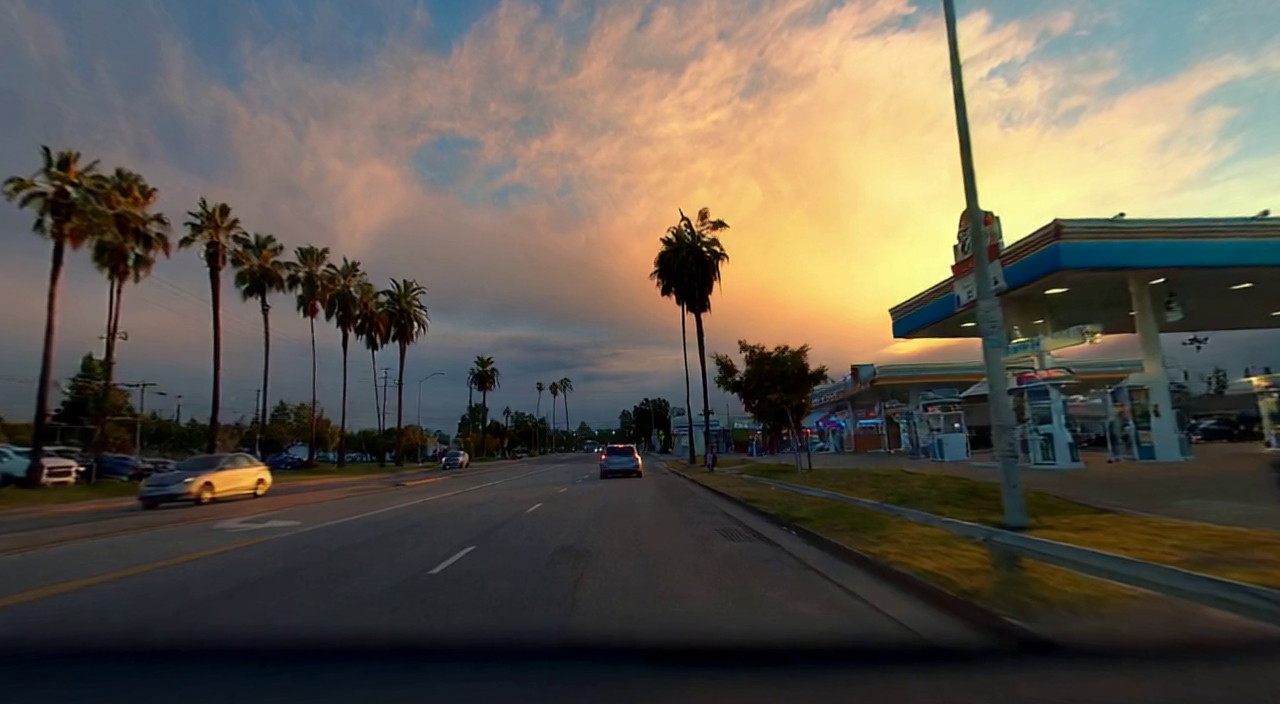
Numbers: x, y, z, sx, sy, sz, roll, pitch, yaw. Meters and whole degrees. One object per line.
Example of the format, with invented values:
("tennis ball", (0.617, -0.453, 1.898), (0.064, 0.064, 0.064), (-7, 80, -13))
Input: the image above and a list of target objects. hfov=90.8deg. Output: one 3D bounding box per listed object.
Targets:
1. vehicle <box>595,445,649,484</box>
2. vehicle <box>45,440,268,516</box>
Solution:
("vehicle", (-0.740, 4.643, 26.520), (2.076, 1.486, 4.119), (0, -8, -1))
("vehicle", (-14.279, 3.705, 19.342), (2.287, 1.929, 5.742), (0, -8, -1))
